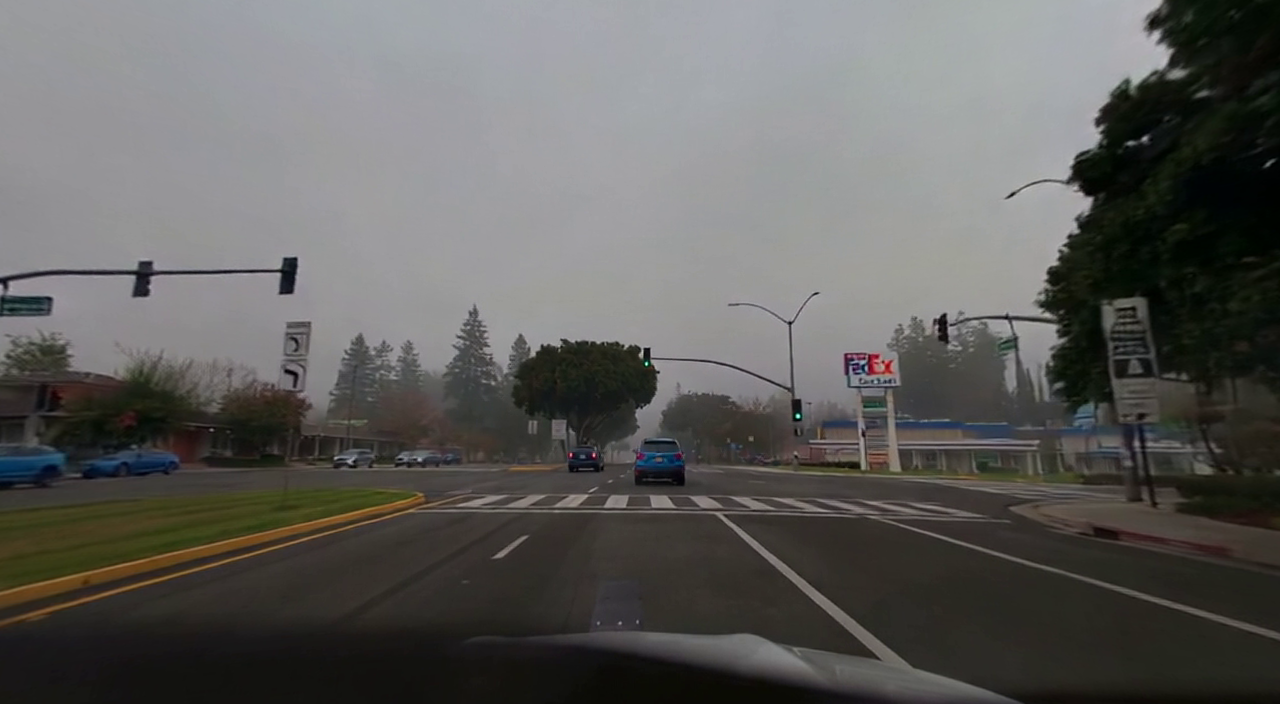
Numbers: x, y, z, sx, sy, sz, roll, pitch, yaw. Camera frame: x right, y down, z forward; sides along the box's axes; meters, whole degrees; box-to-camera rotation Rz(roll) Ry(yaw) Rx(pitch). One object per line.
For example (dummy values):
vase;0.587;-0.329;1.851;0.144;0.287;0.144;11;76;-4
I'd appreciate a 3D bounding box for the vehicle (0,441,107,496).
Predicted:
vehicle;-18.948;3.433;18.816;1.950;1.512;4.794;0;-8;0

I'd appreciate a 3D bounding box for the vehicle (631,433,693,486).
vehicle;0.836;4.301;25.660;2.273;1.909;5.075;0;-8;1

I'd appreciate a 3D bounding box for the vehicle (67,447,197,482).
vehicle;-24.309;5.355;30.543;2.030;1.522;5.068;0;-8;0

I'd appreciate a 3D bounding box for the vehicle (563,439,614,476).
vehicle;-2.671;5.660;34.080;2.202;1.856;4.516;0;-8;2
